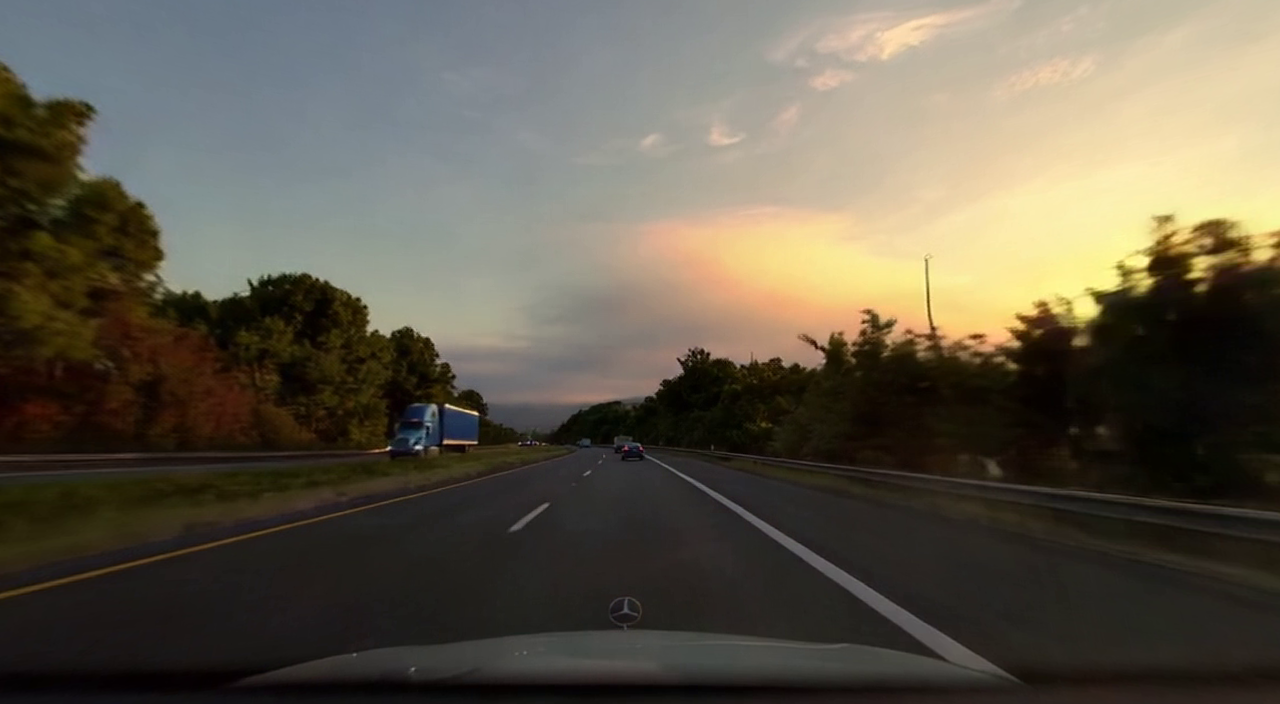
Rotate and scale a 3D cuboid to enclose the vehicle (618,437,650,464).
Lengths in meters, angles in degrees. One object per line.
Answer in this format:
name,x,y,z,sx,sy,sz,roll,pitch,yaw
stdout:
vehicle,-0.479,6.858,43.843,2.079,1.729,4.380,0,-8,-3
